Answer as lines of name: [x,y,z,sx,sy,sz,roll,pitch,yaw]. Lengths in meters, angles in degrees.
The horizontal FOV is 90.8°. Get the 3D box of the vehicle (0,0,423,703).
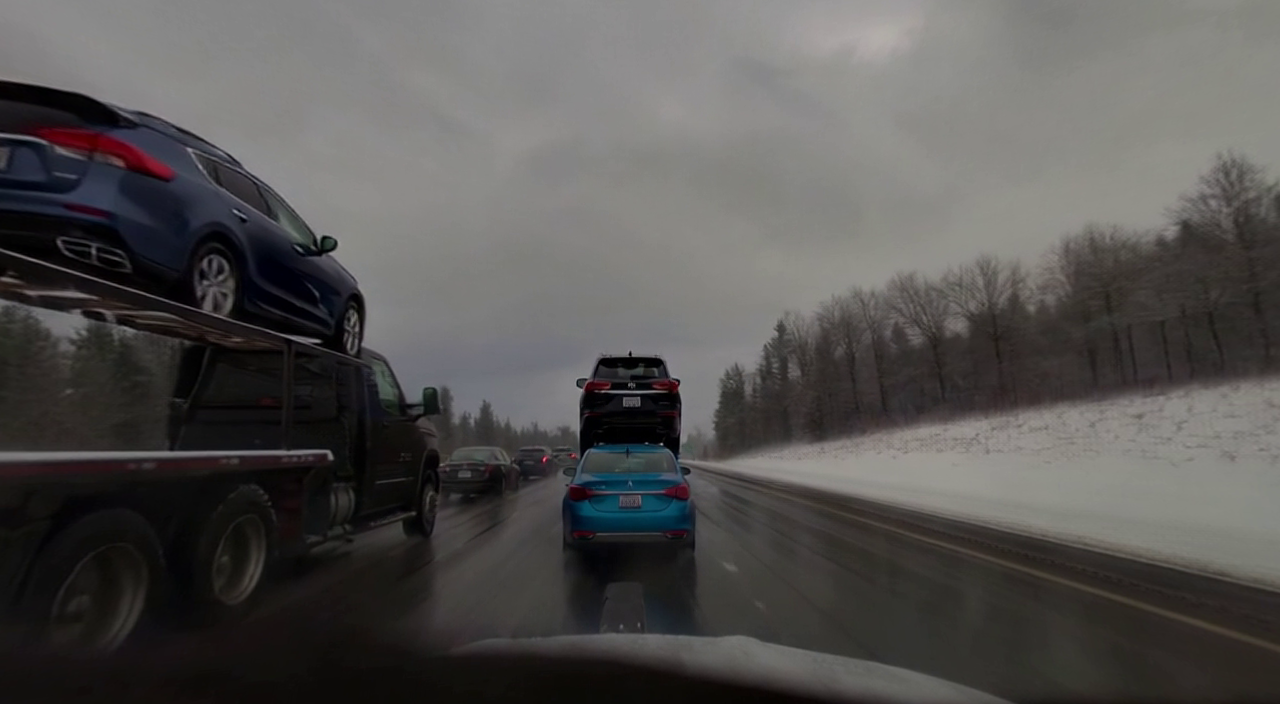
vehicle: [-4.533,-0.269,1.916,2.836,4.059,14.286,0,-9,-1]

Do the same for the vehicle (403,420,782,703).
vehicle: [-0.271,1.390,5.108,1.991,1.507,3.391,0,-9,-1]
